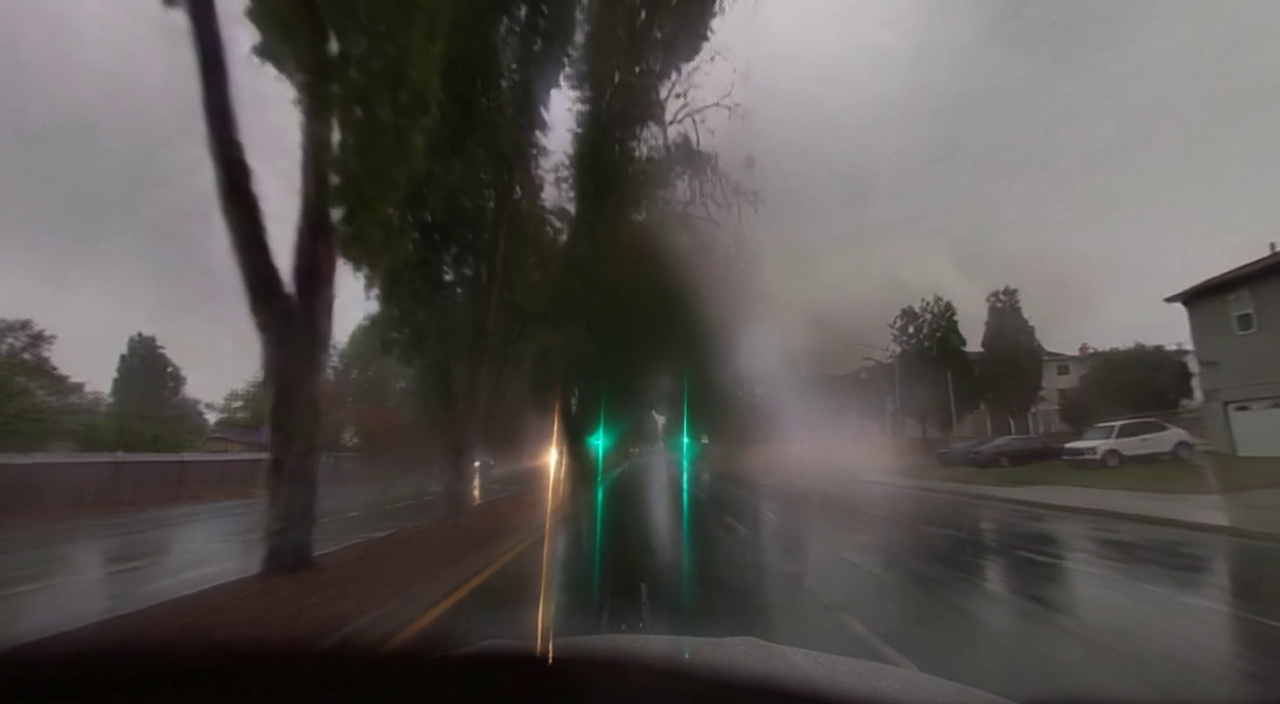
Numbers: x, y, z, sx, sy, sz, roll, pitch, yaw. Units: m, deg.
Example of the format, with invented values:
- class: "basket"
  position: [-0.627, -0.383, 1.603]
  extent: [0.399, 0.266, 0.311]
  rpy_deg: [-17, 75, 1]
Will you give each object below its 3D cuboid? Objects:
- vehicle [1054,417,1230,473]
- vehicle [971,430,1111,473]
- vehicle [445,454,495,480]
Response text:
- class: "vehicle"
  position: [18.046, 3.368, 22.721]
  extent: [4.611, 1.920, 2.043]
  rpy_deg: [0, -9, -3]
- class: "vehicle"
  position: [17.794, 4.411, 27.979]
  extent: [4.868, 1.768, 2.030]
  rpy_deg: [0, -8, -4]
- class: "vehicle"
  position: [-12.118, 8.198, 45.073]
  extent: [2.007, 1.655, 4.649]
  rpy_deg: [-1, -8, 3]
